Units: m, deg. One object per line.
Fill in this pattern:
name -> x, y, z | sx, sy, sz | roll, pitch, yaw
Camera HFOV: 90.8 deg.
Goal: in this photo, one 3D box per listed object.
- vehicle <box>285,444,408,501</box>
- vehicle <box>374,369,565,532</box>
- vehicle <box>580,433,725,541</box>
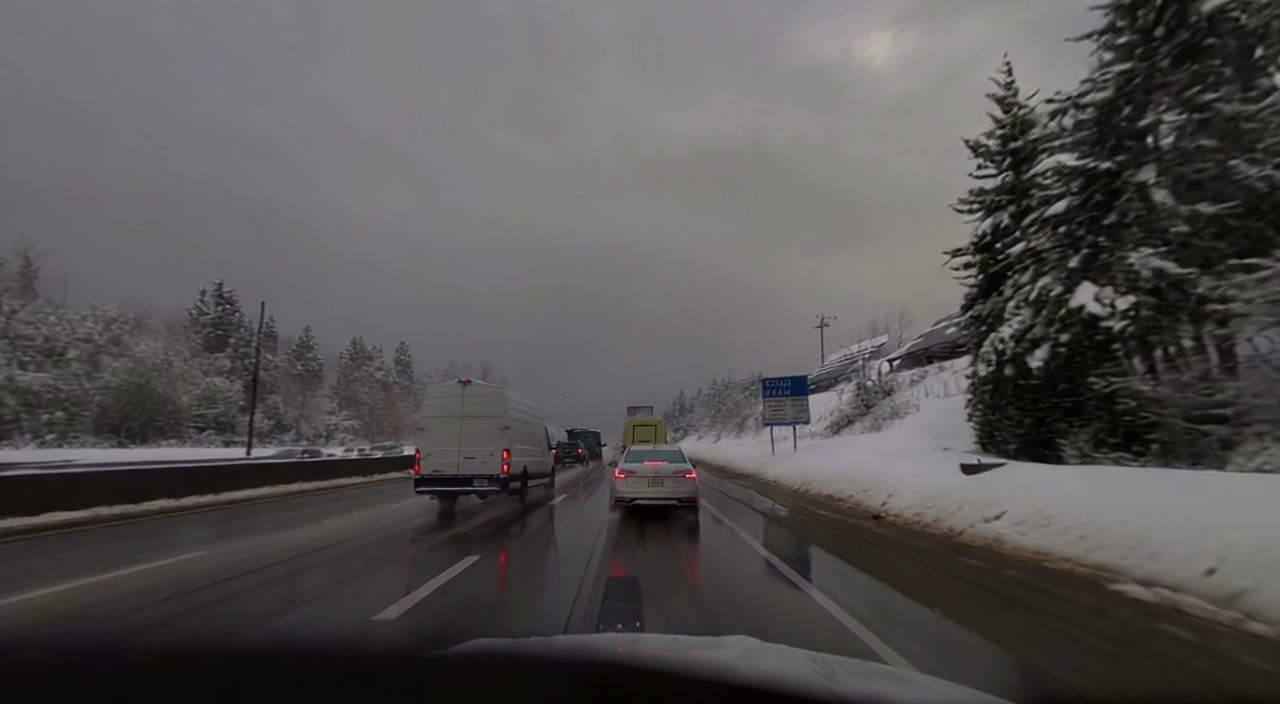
vehicle -> -8.498, 3.494, 18.660 | 1.876, 1.482, 3.539 | 0, -9, 0
vehicle -> -3.279, 2.170, 14.103 | 2.289, 2.757, 6.726 | 0, -9, 1
vehicle -> 0.161, 2.197, 10.805 | 2.063, 1.507, 3.488 | 0, -9, 0
